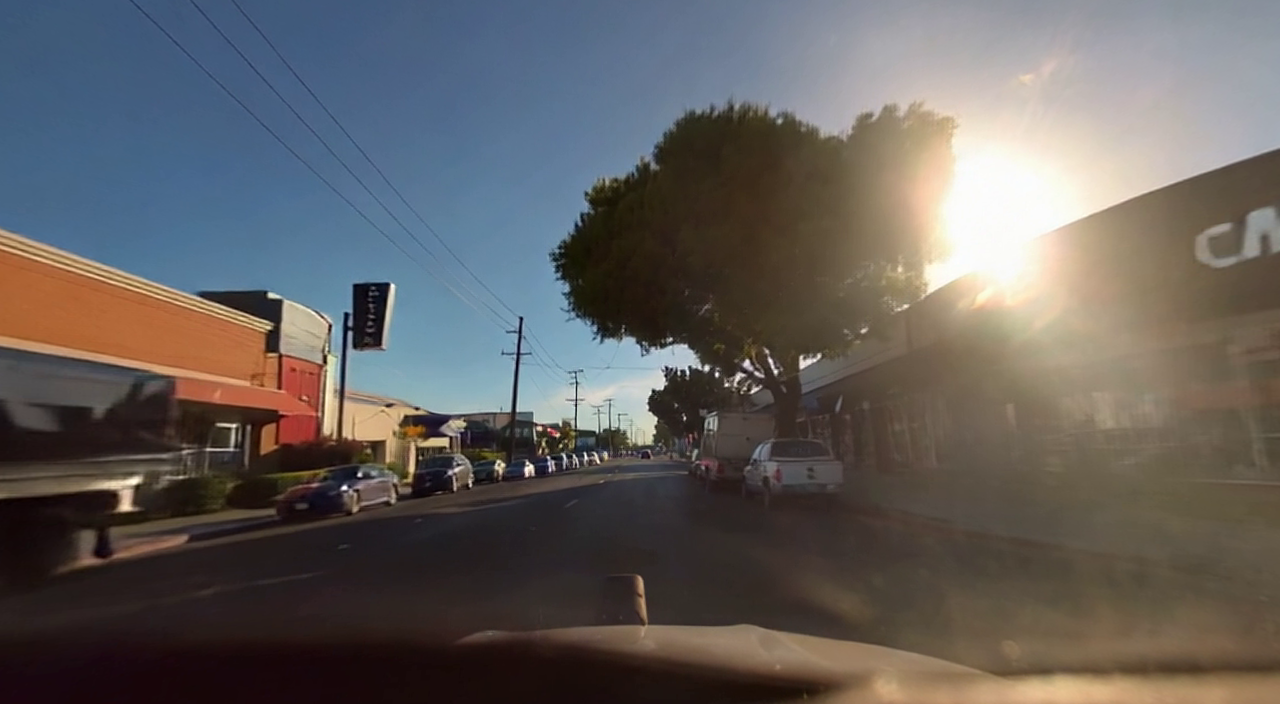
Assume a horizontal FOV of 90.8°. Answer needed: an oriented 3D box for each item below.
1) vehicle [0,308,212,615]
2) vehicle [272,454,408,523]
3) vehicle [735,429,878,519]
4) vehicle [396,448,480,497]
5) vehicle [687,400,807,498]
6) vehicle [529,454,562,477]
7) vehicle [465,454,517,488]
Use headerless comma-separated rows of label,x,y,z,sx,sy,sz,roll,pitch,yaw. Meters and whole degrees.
vehicle,-8.061,1.041,5.855,2.745,3.157,7.388,-1,-9,2
vehicle,-7.905,3.581,17.113,1.704,1.464,4.089,-3,-8,0
vehicle,3.719,2.838,15.217,2.097,1.784,4.915,0,-9,0
vehicle,-7.768,4.626,24.679,1.882,1.639,4.187,-3,-9,1
vehicle,3.954,3.824,25.833,3.011,3.127,8.608,-3,-7,-2
vehicle,-7.266,8.745,48.868,1.787,1.543,4.052,-4,-8,1
vehicle,-7.639,6.088,32.599,1.678,1.468,3.706,-4,-9,1
